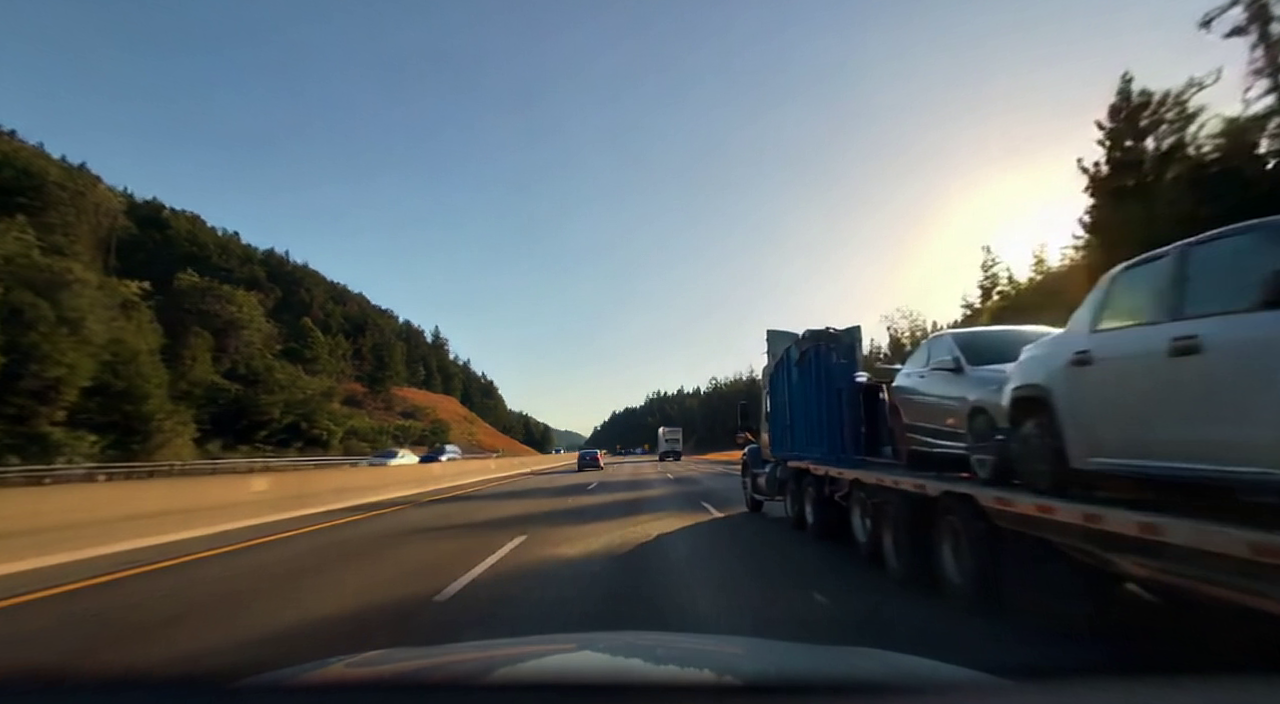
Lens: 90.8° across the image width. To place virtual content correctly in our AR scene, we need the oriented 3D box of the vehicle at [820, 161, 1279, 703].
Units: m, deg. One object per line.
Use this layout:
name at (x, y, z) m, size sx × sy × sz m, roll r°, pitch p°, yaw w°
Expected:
vehicle at (3.770, 0.427, 2.996) m, size 2.800 × 2.053 × 9.751 m, roll 0°, pitch -9°, yaw -1°

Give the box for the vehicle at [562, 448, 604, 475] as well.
vehicle at (-3.346, 6.564, 37.949) m, size 2.091 × 1.522 × 4.301 m, roll 0°, pitch -9°, yaw 0°

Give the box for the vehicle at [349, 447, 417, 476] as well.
vehicle at (-14.969, 6.409, 37.069) m, size 2.036 × 1.561 × 4.605 m, roll 0°, pitch -9°, yaw 1°
